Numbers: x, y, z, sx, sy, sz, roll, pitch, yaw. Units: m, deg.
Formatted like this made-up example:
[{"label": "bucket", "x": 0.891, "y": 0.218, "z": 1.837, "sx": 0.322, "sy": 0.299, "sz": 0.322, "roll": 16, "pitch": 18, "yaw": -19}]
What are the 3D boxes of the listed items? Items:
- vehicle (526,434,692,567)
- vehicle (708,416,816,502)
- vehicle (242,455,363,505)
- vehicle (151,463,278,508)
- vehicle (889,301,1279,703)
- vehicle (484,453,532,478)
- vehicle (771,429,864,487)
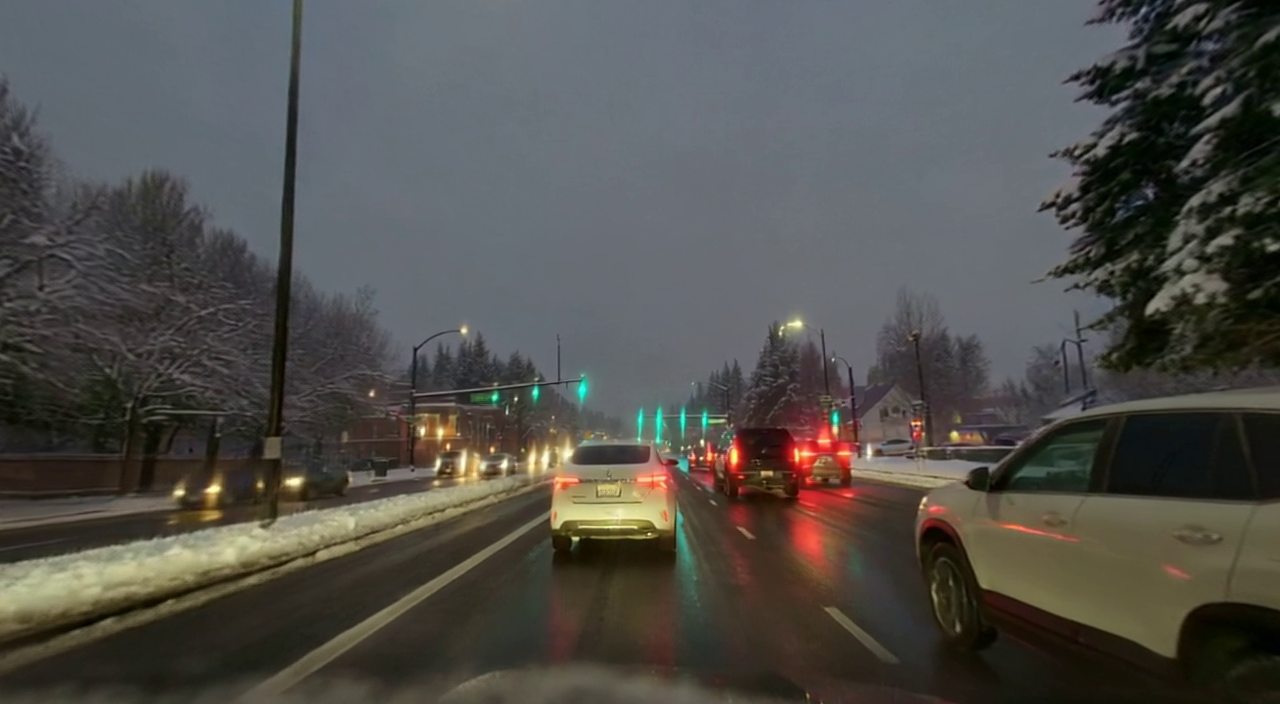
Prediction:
[{"label": "vehicle", "x": -0.362, "y": 2.198, "z": 10.079, "sx": 2.111, "sy": 1.676, "sz": 4.018, "roll": 0, "pitch": -9, "yaw": 1}, {"label": "vehicle", "x": 3.851, "y": 3.540, "z": 21.151, "sx": 2.516, "sy": 2.481, "sz": 5.766, "roll": 0, "pitch": -9, "yaw": 1}, {"label": "vehicle", "x": -12.533, "y": 4.752, "z": 23.715, "sx": 1.926, "sy": 1.598, "sz": 4.509, "roll": 0, "pitch": -9, "yaw": 2}, {"label": "vehicle", "x": -16.284, "y": 5.099, "z": 24.341, "sx": 1.853, "sy": 1.485, "sz": 4.221, "roll": 0, "pitch": -9, "yaw": 1}, {"label": "vehicle", "x": 3.264, "y": 1.001, "z": 3.470, "sx": 1.982, "sy": 1.960, "sz": 4.427, "roll": 0, "pitch": -9, "yaw": 1}, {"label": "vehicle", "x": -8.434, "y": 7.275, "z": 40.546, "sx": 2.050, "sy": 1.498, "sz": 4.238, "roll": 0, "pitch": -9, "yaw": 2}, {"label": "vehicle", "x": 7.596, "y": 4.607, "z": 27.630, "sx": 2.627, "sy": 2.252, "sz": 5.236, "roll": 0, "pitch": -9, "yaw": 1}]
